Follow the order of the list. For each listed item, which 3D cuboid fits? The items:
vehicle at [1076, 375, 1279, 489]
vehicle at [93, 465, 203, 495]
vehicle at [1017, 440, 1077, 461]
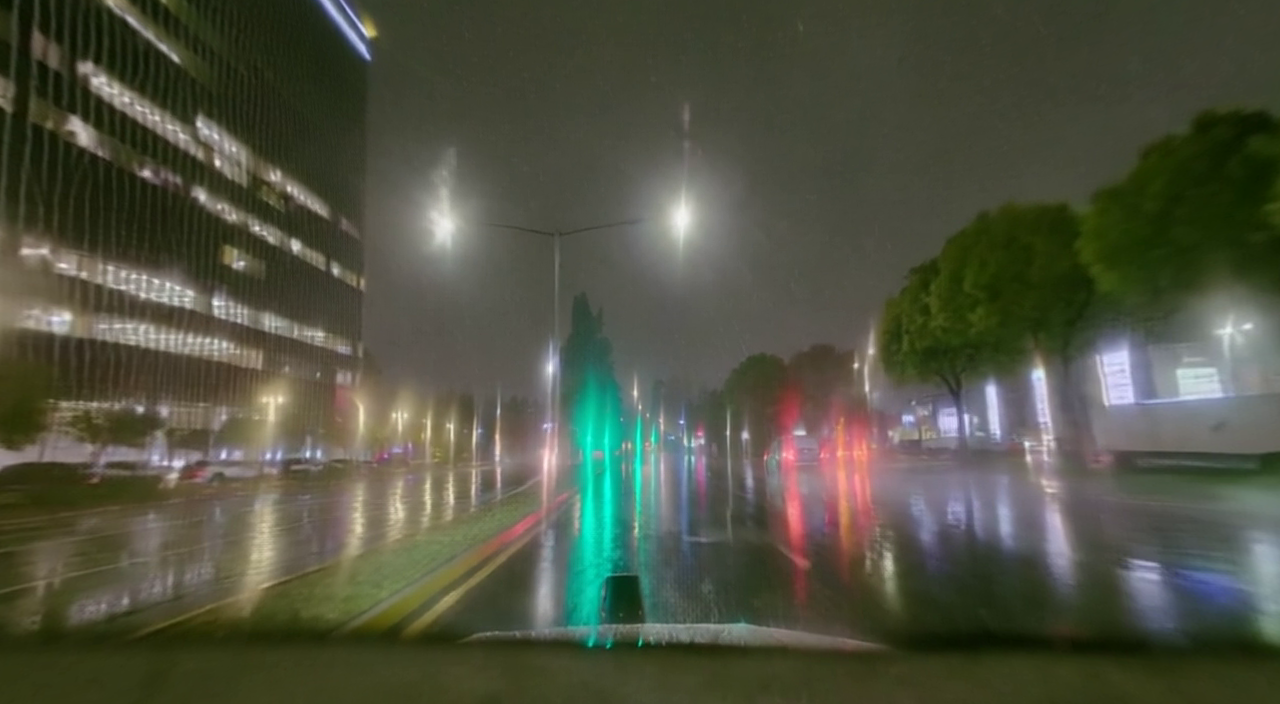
[{"bbox_3d":[19.477,2.879,21.956,2.630,3.176,8.459,-4,-10,2],"label":"vehicle"},{"bbox_3d":[-27.484,7.110,35.376,4.633,1.454,1.909,7,-11,-41],"label":"vehicle"},{"bbox_3d":[29.990,7.277,46.737,1.748,1.435,3.949,0,-9,-1],"label":"vehicle"}]
